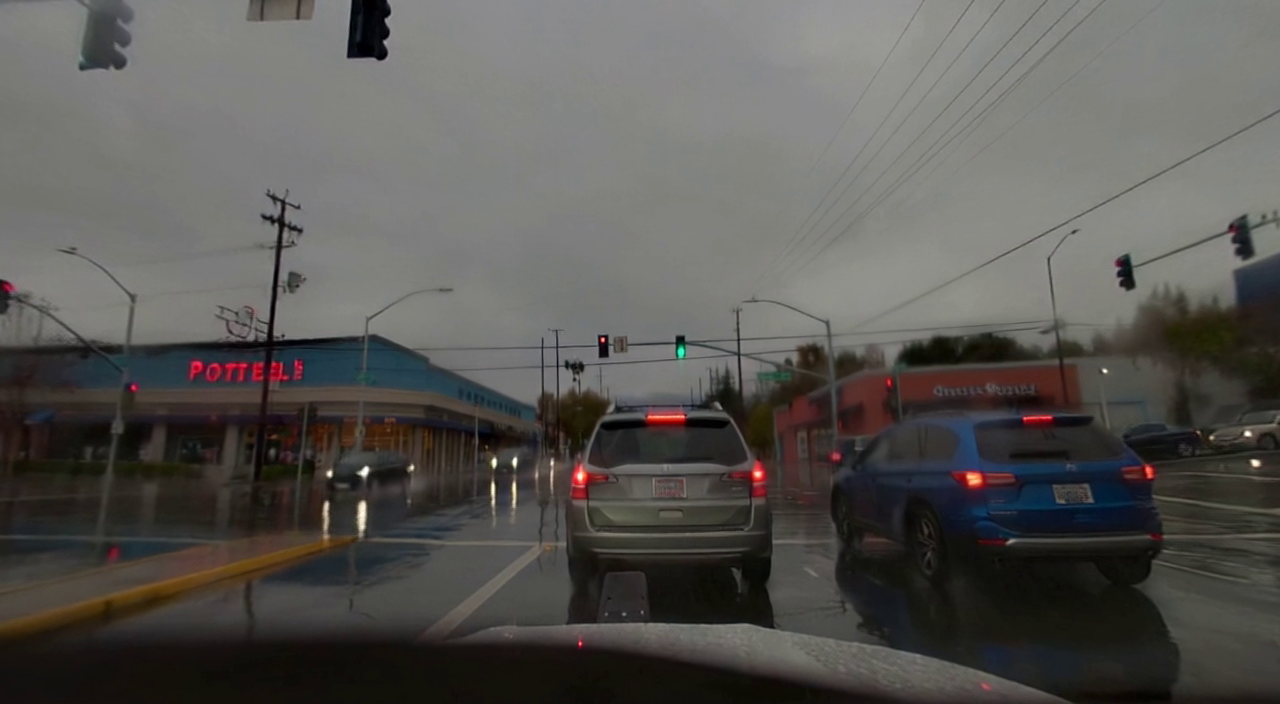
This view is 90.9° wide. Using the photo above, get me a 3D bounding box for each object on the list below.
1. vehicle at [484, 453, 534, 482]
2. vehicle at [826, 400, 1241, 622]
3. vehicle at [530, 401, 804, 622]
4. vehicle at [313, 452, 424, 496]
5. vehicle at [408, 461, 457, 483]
[{"bbox_3d":[-8.958,7.921,43.480,2.029,1.776,4.711,-1,-8,6],"label":"vehicle"},{"bbox_3d":[3.612,1.518,6.968,1.976,1.664,4.189,-1,-8,2],"label":"vehicle"},{"bbox_3d":[0.258,1.508,6.821,2.098,1.682,3.778,0,-8,2],"label":"vehicle"},{"bbox_3d":[-10.290,4.624,24.357,1.911,1.461,4.691,-1,-8,4],"label":"vehicle"},{"bbox_3d":[-15.491,8.960,47.265,1.875,1.475,4.449,-1,-8,5],"label":"vehicle"}]
